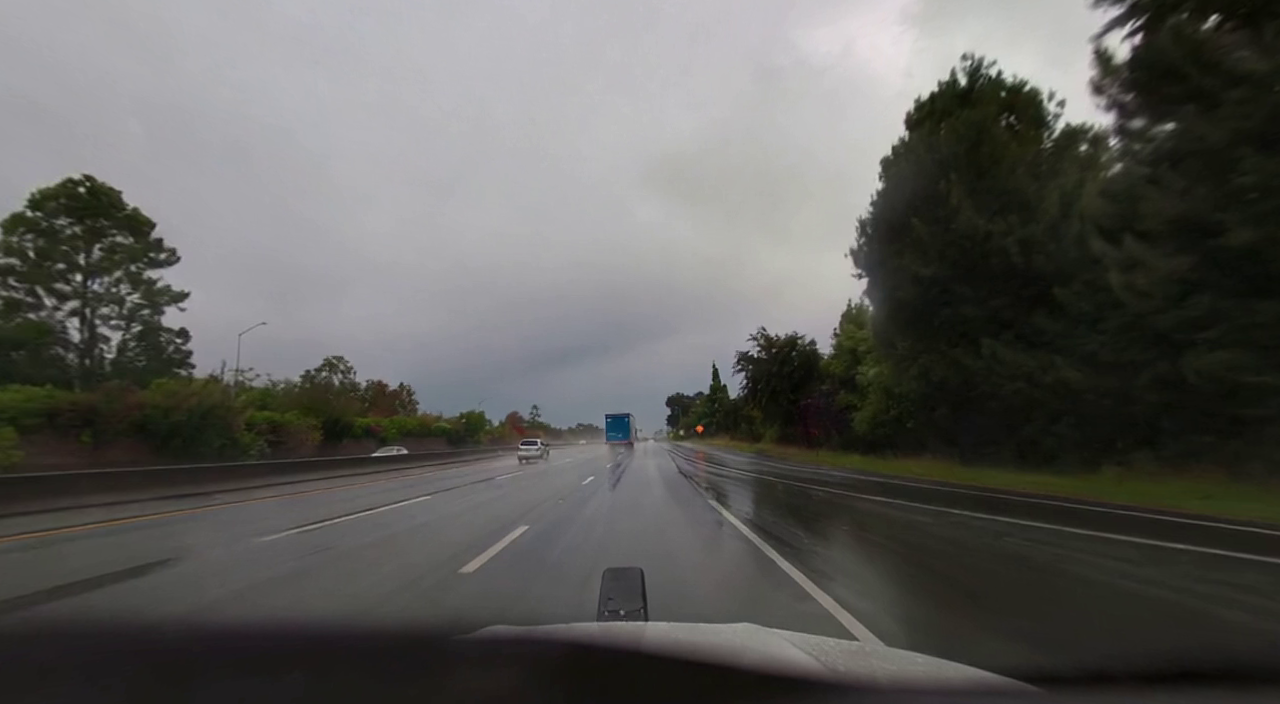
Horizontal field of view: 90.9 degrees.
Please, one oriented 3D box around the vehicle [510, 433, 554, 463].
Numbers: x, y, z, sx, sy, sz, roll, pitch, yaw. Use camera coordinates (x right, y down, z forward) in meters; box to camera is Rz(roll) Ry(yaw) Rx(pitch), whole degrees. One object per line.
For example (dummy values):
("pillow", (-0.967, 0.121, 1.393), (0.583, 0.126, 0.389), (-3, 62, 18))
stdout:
("vehicle", (-7.082, 6.353, 41.857), (2.043, 1.828, 4.436), (0, -8, 2))
